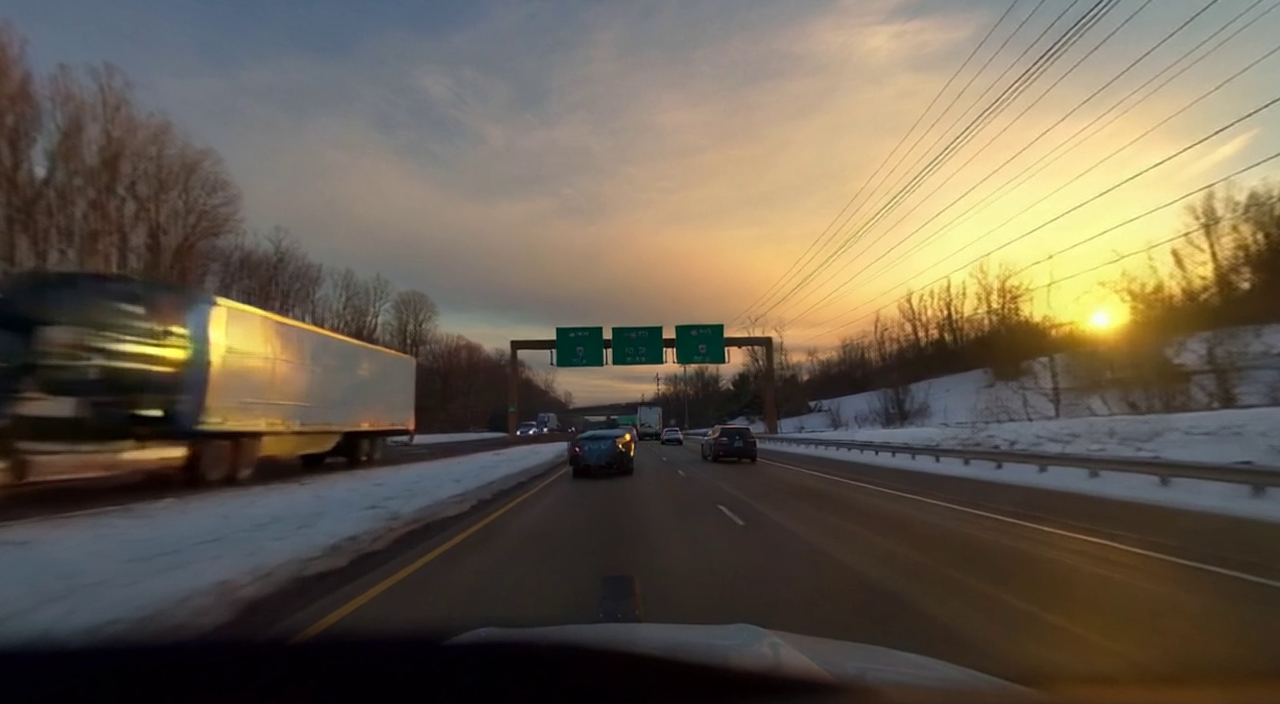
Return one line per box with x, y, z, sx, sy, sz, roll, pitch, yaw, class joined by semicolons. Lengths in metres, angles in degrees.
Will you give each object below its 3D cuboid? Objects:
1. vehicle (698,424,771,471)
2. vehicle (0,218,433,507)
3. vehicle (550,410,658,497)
3.431;3.539;23.550;2.062;1.581;3.914;0;-8;-1;vehicle
-8.929;1.019;15.713;2.975;4.091;13.887;0;-8;-1;vehicle
-0.740;2.276;14.521;2.134;1.710;4.049;0;-7;-1;vehicle
